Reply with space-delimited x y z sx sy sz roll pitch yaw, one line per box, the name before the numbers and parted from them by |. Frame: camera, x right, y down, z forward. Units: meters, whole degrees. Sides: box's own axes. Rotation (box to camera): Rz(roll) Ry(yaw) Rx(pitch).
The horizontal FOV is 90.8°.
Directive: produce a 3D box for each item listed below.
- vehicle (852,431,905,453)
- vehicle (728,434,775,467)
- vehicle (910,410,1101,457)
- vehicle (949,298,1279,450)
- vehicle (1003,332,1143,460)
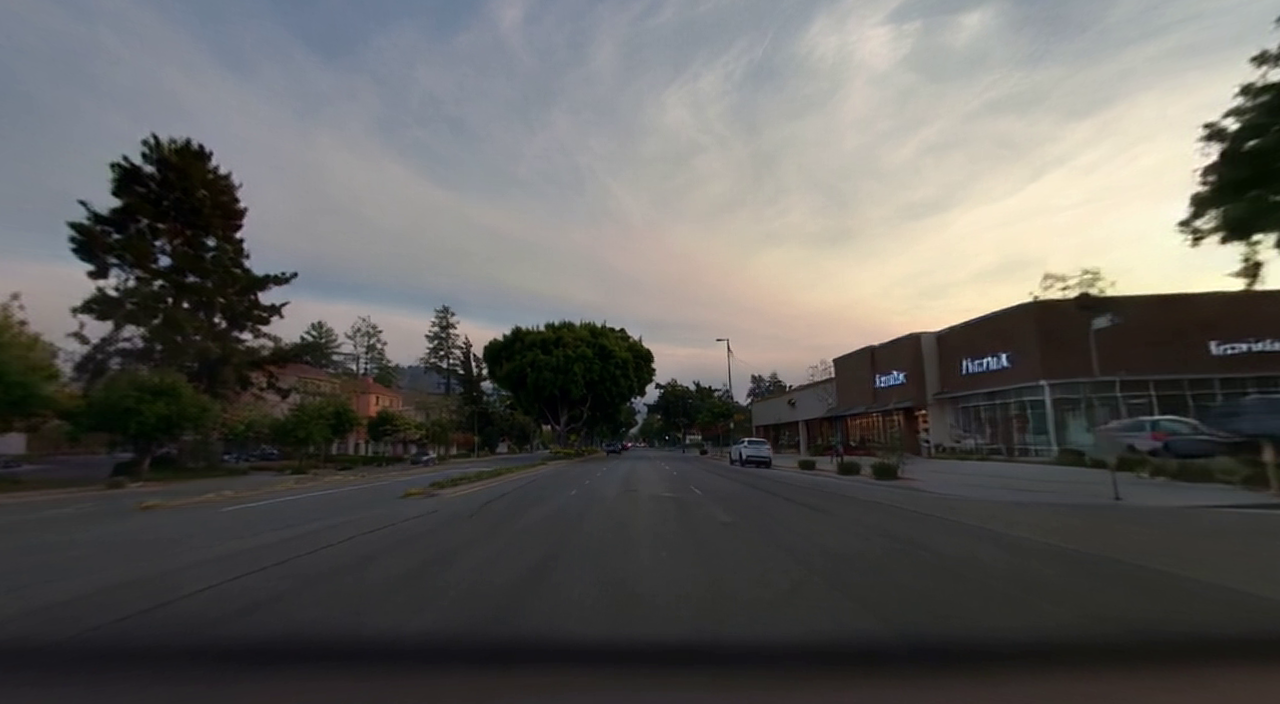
vehicle | 14.497 5.495 38.369 3.386 1.301 0.852 4 -9 -25
vehicle | 6.839 6.105 39.164 1.954 1.907 4.736 0 -8 -1
vehicle | 15.238 3.472 26.378 6.592 1.676 4.007 5 -10 -29
vehicle | 24.182 1.309 30.227 16.415 6.611 1.394 -5 -10 26
vehicle | 17.591 1.911 25.332 9.886 4.618 0.062 5 -10 -30
